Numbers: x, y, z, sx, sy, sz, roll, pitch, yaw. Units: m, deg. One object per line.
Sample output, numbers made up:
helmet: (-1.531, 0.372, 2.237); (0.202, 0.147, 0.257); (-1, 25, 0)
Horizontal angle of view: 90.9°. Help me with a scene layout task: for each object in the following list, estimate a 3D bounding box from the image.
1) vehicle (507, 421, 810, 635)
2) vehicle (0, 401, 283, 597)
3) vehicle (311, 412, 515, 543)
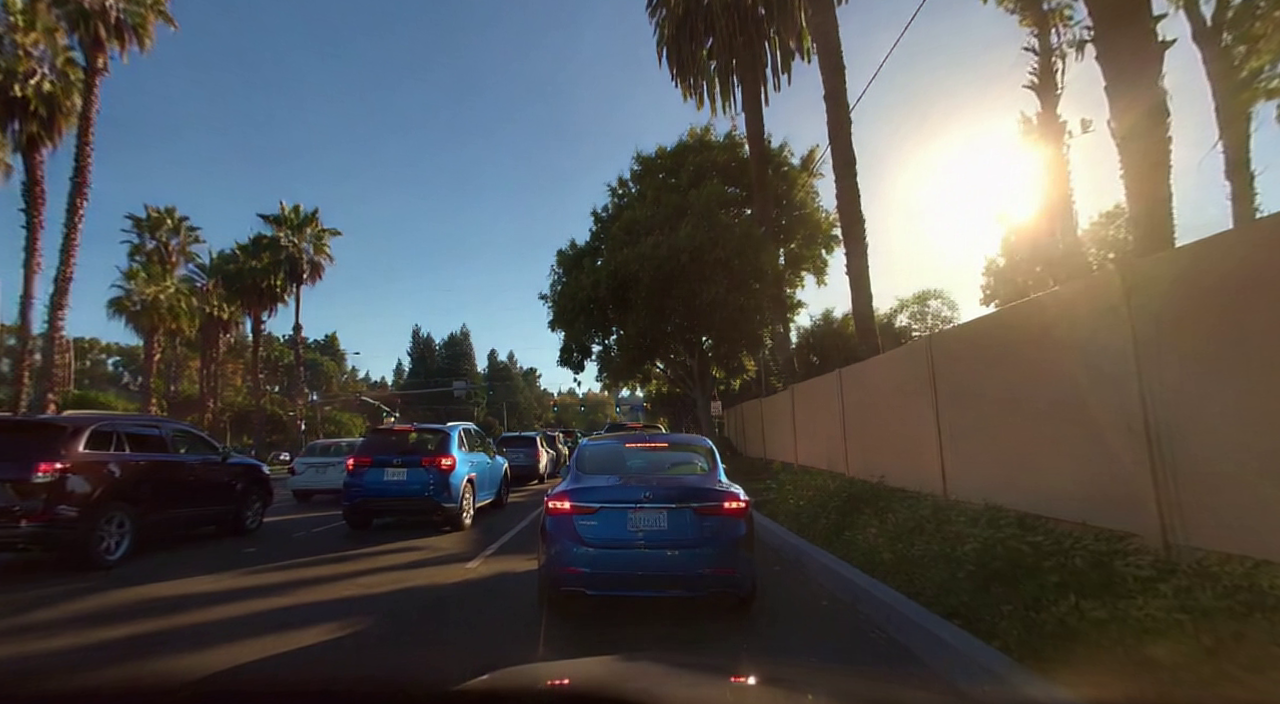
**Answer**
vehicle: (0.062, 1.554, 6.633); (2.128, 1.473, 4.272); (0, -8, -2)
vehicle: (-6.680, 1.627, 7.817); (1.963, 1.721, 4.467); (0, -8, -2)
vehicle: (-3.481, 2.003, 10.672); (2.007, 1.746, 4.136); (0, -8, -2)
